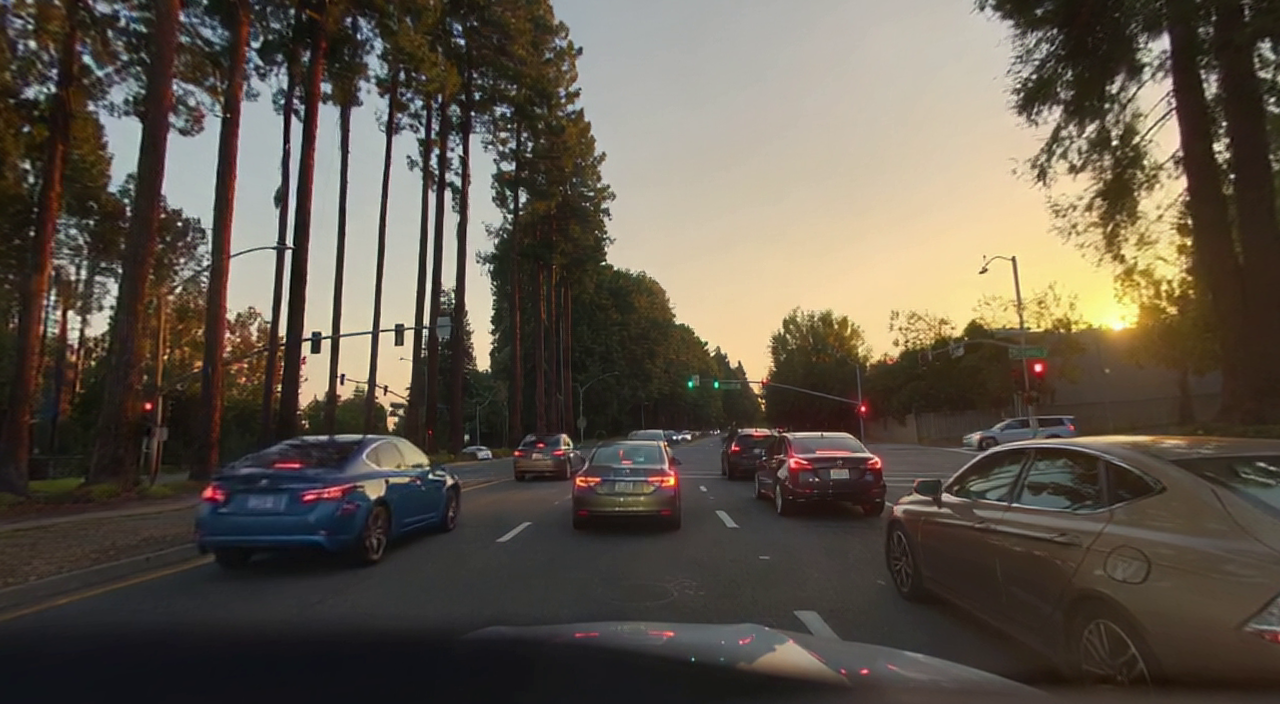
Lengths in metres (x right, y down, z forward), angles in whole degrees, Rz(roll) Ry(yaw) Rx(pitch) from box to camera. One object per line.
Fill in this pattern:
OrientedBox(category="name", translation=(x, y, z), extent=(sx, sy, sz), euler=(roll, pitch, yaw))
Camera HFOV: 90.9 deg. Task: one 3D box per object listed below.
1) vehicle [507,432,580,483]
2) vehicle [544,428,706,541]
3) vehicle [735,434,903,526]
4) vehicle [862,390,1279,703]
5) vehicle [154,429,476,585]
OrientedBox(category="vehicle", translation=(-3.474, 3.877, 23.454), extent=(1.961, 1.714, 4.268), euler=(0, -8, 1))
OrientedBox(category="vehicle", translation=(-0.209, 2.055, 10.360), extent=(2.147, 1.479, 3.803), euler=(0, -8, 0))
OrientedBox(category="vehicle", translation=(3.195, 2.345, 12.306), extent=(1.975, 1.460, 4.357), euler=(0, -8, 0))
OrientedBox(category="vehicle", translation=(3.145, 1.153, 4.036), extent=(1.903, 1.480, 4.270), euler=(0, -8, 0))
OrientedBox(category="vehicle", translation=(-3.732, 1.831, 8.383), extent=(1.935, 1.482, 4.433), euler=(0, -8, 0))
